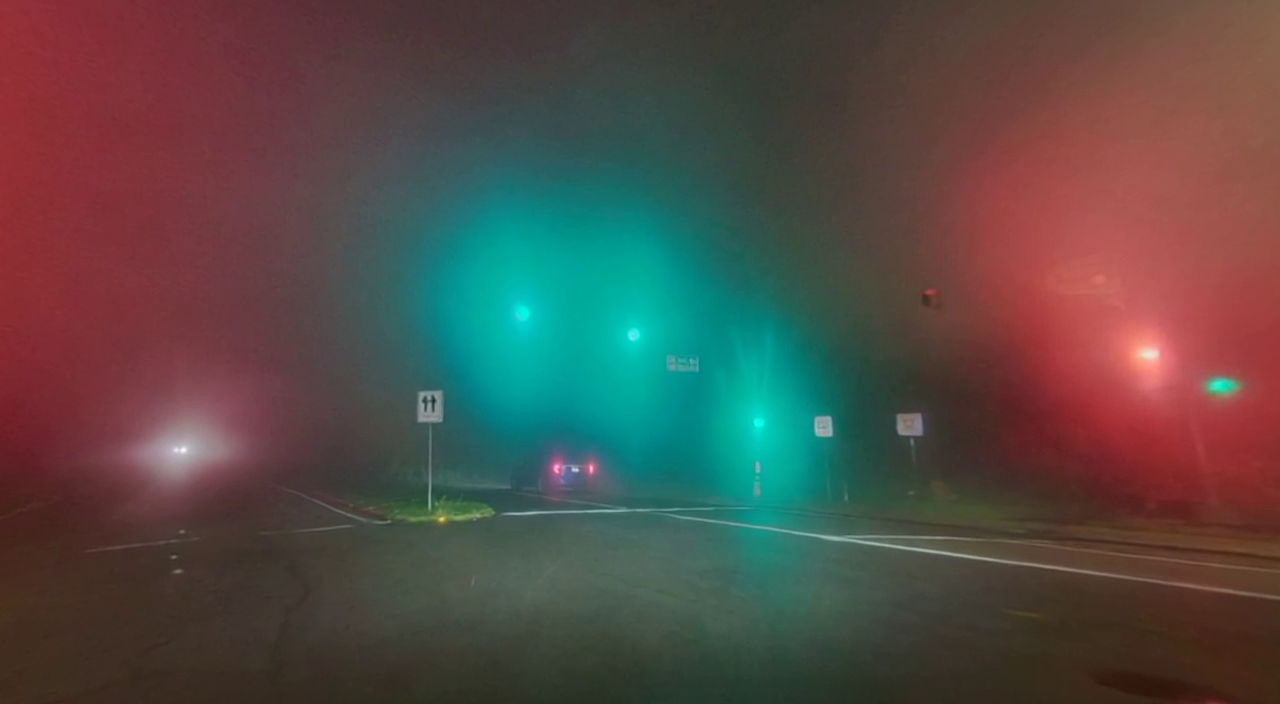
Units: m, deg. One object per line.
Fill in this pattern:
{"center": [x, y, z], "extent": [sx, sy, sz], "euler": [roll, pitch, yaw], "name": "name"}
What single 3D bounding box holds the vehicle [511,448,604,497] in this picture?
{"center": [-3.578, 4.937, 26.418], "extent": [2.284, 1.788, 4.871], "euler": [5, -9, -27], "name": "vehicle"}
